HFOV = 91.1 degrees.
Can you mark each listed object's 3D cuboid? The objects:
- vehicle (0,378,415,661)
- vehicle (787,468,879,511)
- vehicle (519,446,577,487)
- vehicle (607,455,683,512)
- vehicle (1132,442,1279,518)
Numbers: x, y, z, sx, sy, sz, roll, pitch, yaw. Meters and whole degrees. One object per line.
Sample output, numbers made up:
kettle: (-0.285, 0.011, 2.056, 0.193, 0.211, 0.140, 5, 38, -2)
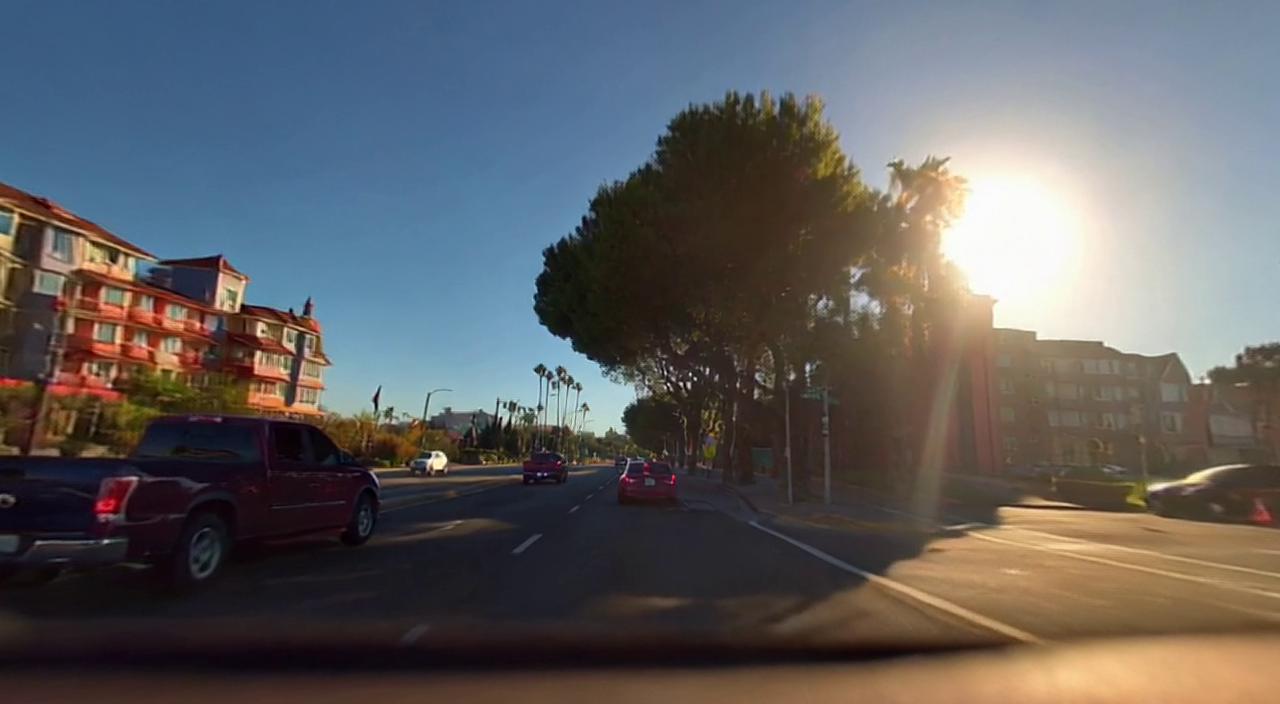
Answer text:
vehicle: (-4.878, 1.627, 7.374, 2.187, 1.904, 6.103, 1, -10, 0)
vehicle: (6.878, 4.884, 22.581, 2.949, 1.209, 3.070, -1, -10, 15)
vehicle: (-5.094, 6.458, 35.645, 2.447, 2.062, 5.911, 1, -10, -1)
vehicle: (0.119, 4.050, 19.820, 2.122, 1.562, 4.152, 1, -10, -1)
vehicle: (33.234, 7.473, 36.735, 5.858, 4.169, 3.001, 0, -12, 2)
